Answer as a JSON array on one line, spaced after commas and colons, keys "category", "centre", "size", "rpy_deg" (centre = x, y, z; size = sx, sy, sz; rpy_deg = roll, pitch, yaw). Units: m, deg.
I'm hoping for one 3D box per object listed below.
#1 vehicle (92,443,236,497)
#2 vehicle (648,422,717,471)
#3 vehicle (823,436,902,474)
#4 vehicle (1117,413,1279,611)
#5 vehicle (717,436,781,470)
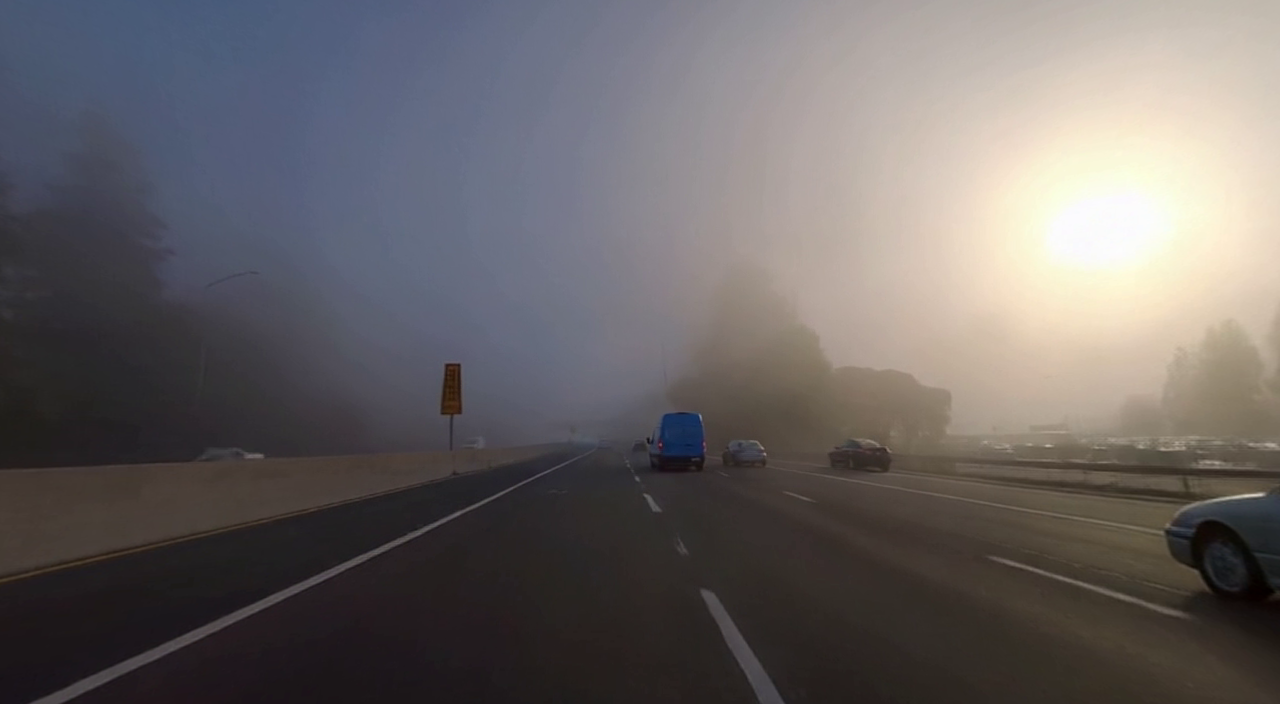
[{"category": "vehicle", "centre": [-15.620, 3.849, 20.895], "size": [1.870, 1.513, 3.866], "rpy_deg": [-3, -8, -2]}, {"category": "vehicle", "centre": [1.834, 4.424, 29.539], "size": [2.546, 2.087, 5.404], "rpy_deg": [0, -8, -4]}, {"category": "vehicle", "centre": [9.439, 4.358, 26.903], "size": [1.874, 1.496, 3.586], "rpy_deg": [0, -8, -3]}, {"category": "vehicle", "centre": [5.991, 1.100, 3.916], "size": [2.003, 1.517, 4.936], "rpy_deg": [0, -8, -2]}, {"category": "vehicle", "centre": [5.071, 4.756, 29.751], "size": [2.099, 1.510, 3.784], "rpy_deg": [0, -8, -4]}]
